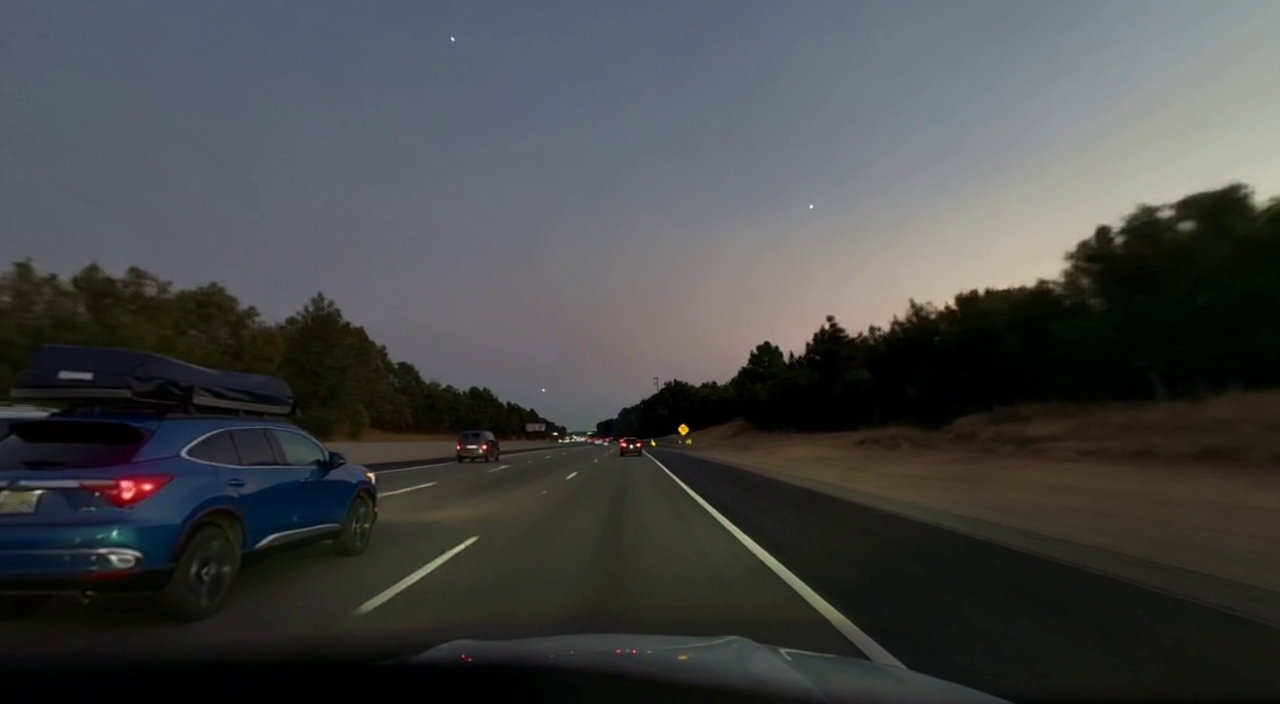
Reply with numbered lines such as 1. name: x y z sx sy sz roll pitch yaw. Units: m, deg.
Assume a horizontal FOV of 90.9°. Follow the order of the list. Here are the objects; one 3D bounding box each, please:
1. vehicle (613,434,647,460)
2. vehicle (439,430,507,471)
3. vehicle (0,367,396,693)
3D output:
1. vehicle: -0.678 6.352 42.267 2.178 1.658 3.916 0 -7 -1
2. vehicle: -7.722 4.567 29.606 1.964 1.745 4.338 0 -8 1
3. vehicle: -4.188 1.260 5.772 2.069 1.748 4.652 0 -8 -1
